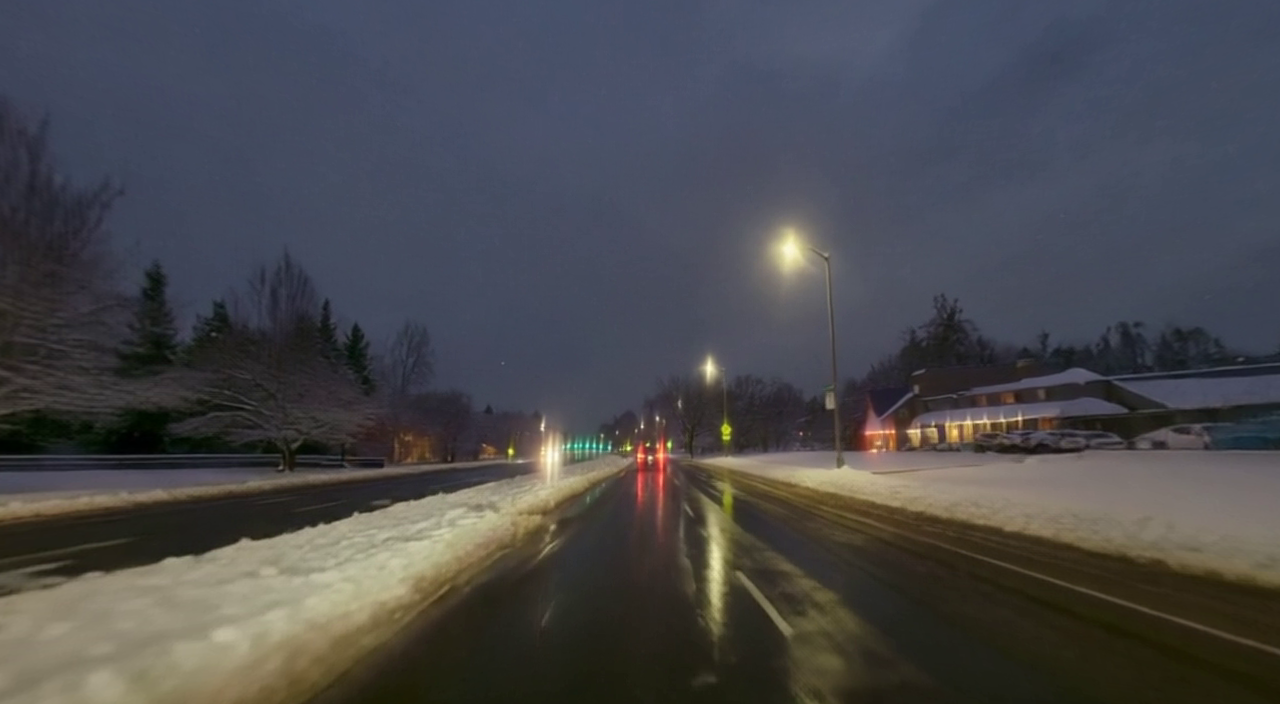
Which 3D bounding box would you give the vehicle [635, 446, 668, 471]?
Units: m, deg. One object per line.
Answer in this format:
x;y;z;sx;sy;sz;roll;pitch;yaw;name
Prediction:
0.715;7.243;43.314;2.158;1.600;3.865;0;-9;-1;vehicle

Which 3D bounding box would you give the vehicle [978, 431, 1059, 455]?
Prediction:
26.807;6.510;45.021;2.143;1.623;5.235;0;-9;-5;vehicle

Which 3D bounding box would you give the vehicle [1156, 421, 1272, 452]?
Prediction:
28.918;4.336;32.017;1.791;1.448;4.027;0;-9;-6;vehicle

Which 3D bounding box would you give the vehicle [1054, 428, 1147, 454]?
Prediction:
27.767;5.427;38.268;1.847;1.451;4.470;1;-9;-8;vehicle
